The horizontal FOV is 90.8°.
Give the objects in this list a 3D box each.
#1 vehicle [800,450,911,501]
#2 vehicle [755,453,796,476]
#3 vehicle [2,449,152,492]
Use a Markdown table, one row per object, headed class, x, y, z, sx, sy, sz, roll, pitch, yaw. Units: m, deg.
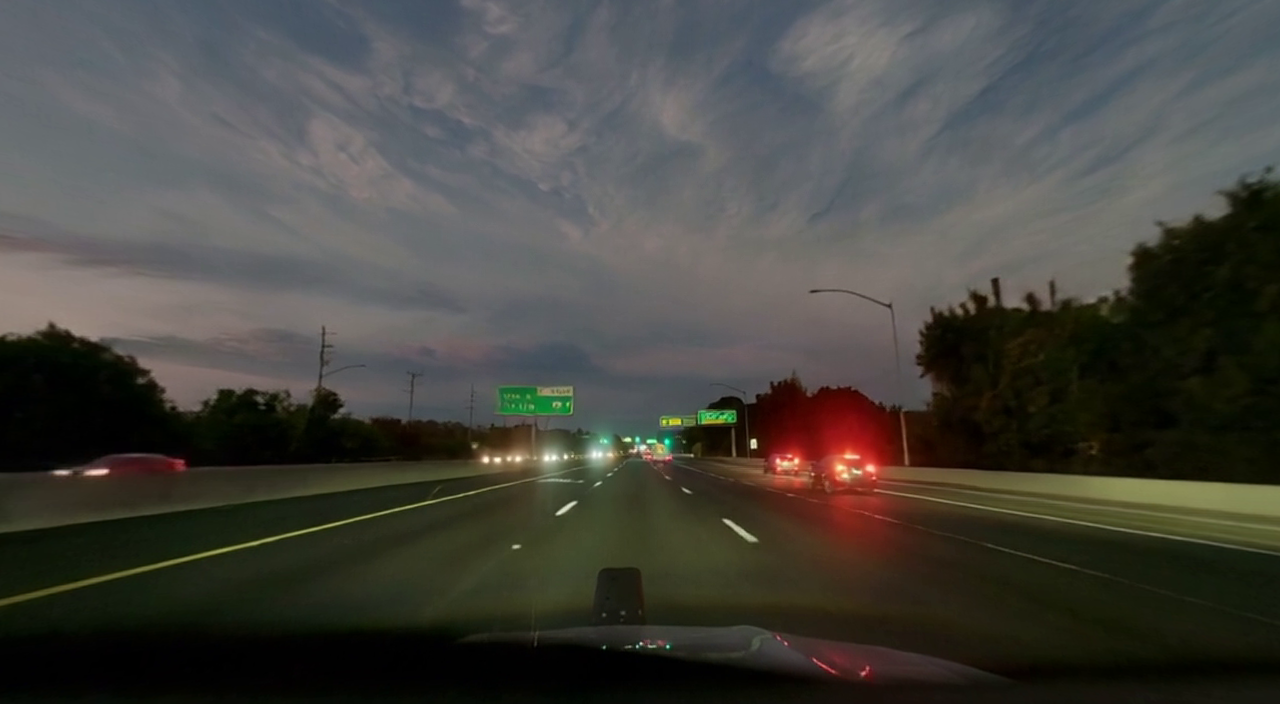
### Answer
| class | x | y | z | sx | sy | sz | roll | pitch | yaw |
| --- | --- | --- | --- | --- | --- | --- | --- | --- | --- |
| vehicle | 7.027 | 4.065 | 21.254 | 1.861 | 1.500 | 4.860 | 0 | -9 | -2 |
| vehicle | 9.487 | 7.896 | 44.564 | 1.878 | 1.509 | 4.327 | 0 | -9 | 0 |
| vehicle | -22.824 | 4.788 | 25.921 | 1.914 | 1.615 | 4.545 | 0 | -9 | 0 |
